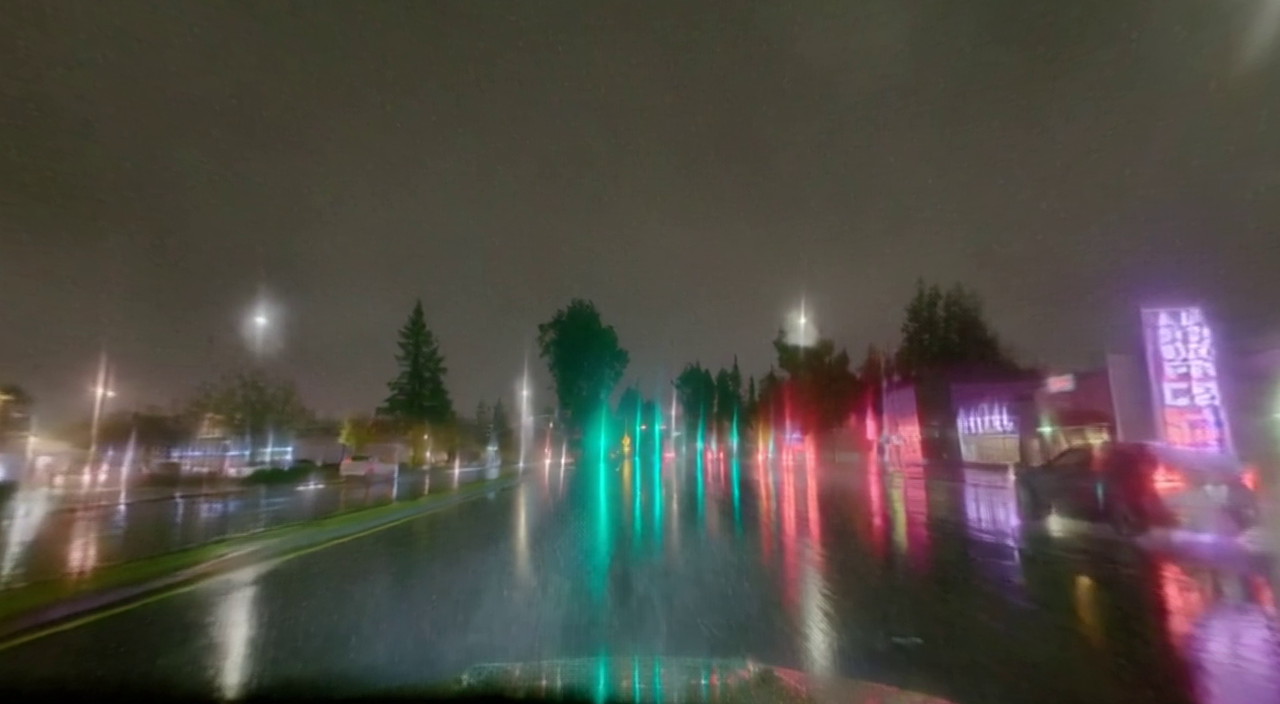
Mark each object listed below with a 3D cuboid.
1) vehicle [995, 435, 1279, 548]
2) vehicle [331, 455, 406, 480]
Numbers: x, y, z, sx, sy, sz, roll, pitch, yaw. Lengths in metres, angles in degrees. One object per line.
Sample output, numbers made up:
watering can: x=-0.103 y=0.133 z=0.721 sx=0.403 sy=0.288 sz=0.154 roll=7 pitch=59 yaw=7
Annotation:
vehicle: x=8.128 y=2.157 z=10.502 sx=1.936 sy=1.460 sz=4.258 roll=0 pitch=-8 yaw=0
vehicle: x=-18.271 y=7.729 z=42.462 sx=4.523 sy=1.494 sz=1.857 roll=-3 pitch=-9 yaw=21
